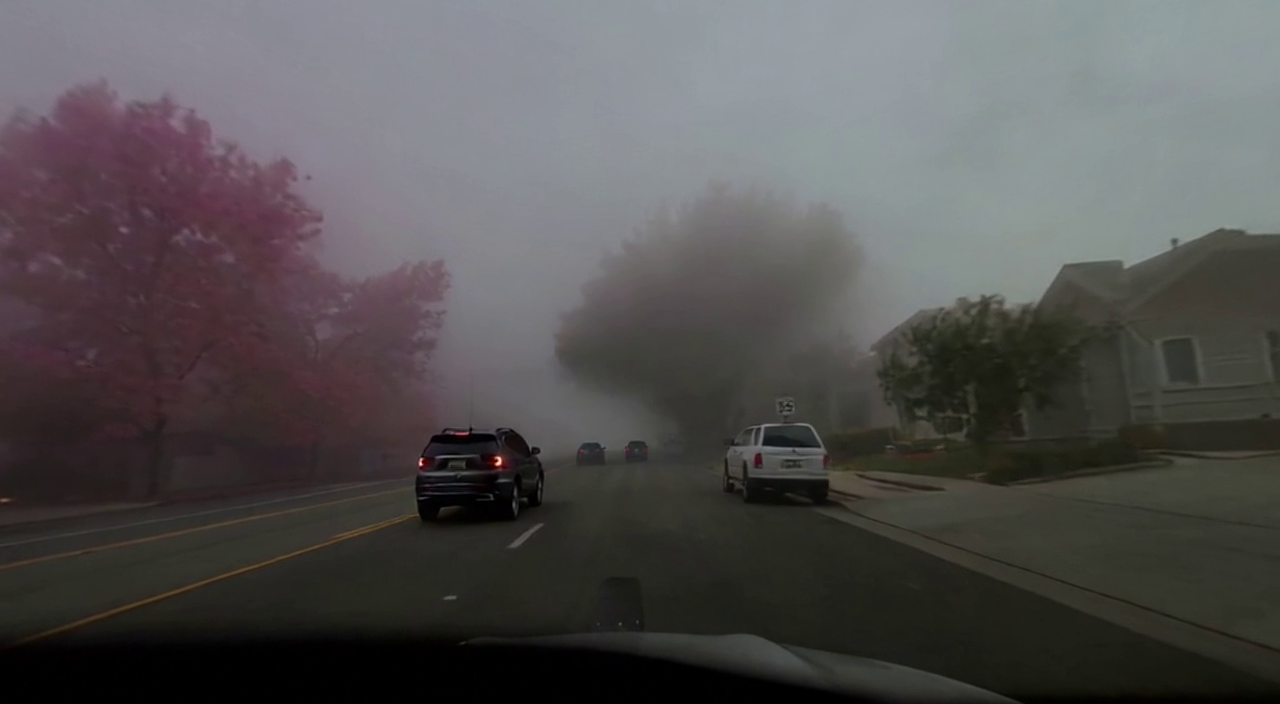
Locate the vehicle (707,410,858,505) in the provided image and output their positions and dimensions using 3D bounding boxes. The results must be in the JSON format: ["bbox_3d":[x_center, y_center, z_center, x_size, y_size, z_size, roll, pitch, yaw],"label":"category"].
[{"bbox_3d":[3.385,2.694,16.419,2.653,2.058,5.096,0,-9,-1],"label":"vehicle"}]

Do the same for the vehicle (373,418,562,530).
[{"bbox_3d":[-3.065,2.320,12.627,2.257,1.751,5.028,0,-9,1],"label":"vehicle"}]

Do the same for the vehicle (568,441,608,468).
[{"bbox_3d":[-3.179,6.414,39.725,2.167,1.634,4.220,0,-9,0],"label":"vehicle"}]

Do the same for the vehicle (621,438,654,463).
[{"bbox_3d":[-0.194,7.538,48.305,2.376,1.801,4.317,0,-9,0],"label":"vehicle"}]
